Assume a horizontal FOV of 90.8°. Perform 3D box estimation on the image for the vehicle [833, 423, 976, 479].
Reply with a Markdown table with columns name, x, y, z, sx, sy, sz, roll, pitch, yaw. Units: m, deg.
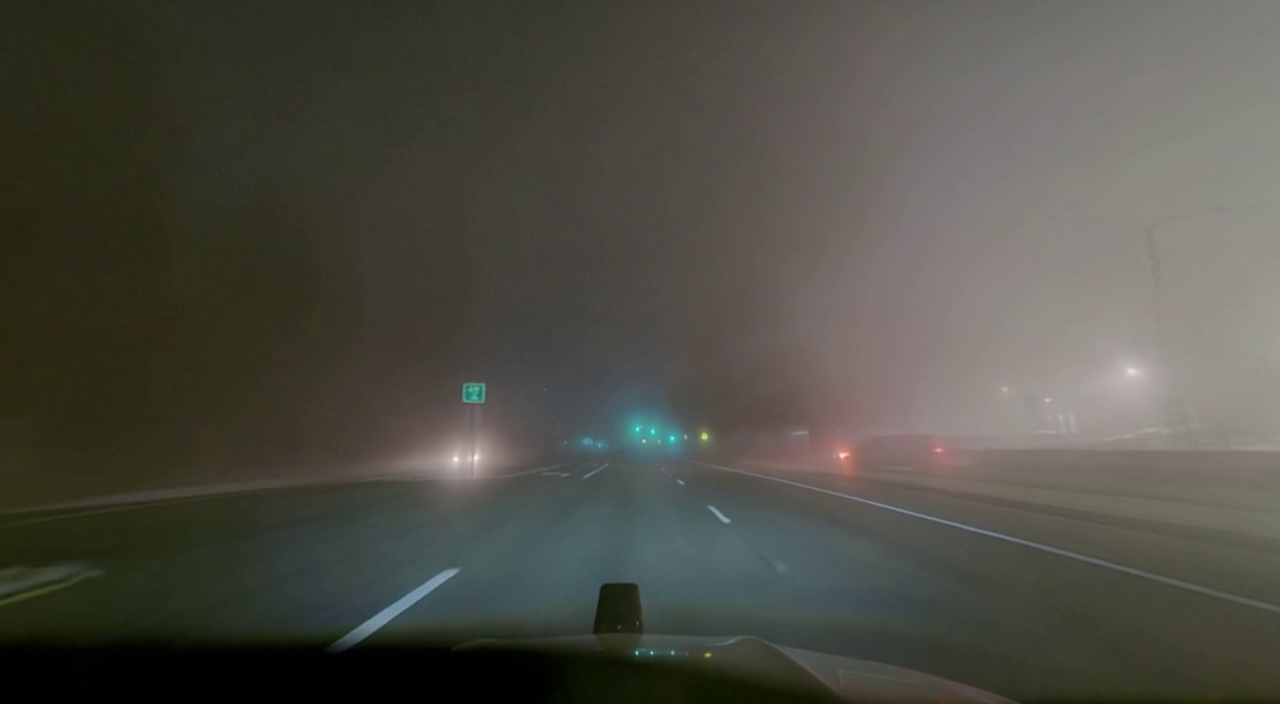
| name | x | y | z | sx | sy | sz | roll | pitch | yaw |
| --- | --- | --- | --- | --- | --- | --- | --- | --- | --- |
| vehicle | 12.380 | 4.631 | 29.889 | 5.581 | 1.926 | 2.324 | -6 | -7 | 0 |
